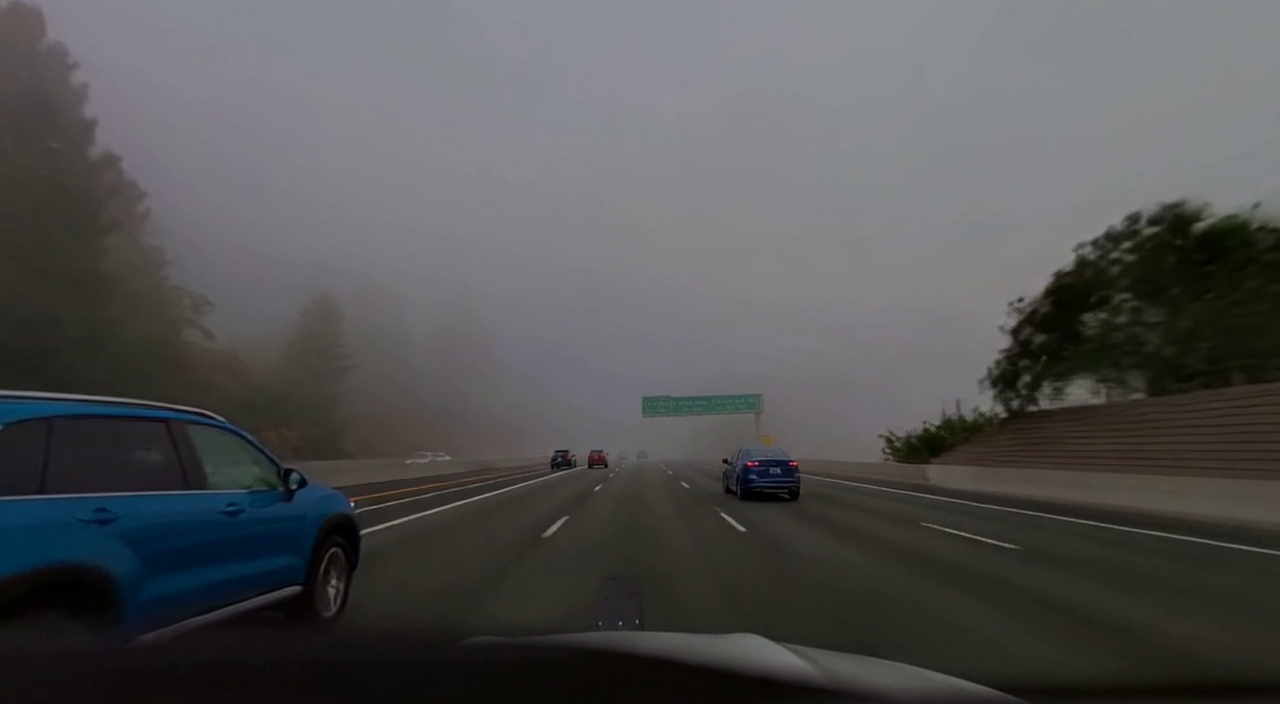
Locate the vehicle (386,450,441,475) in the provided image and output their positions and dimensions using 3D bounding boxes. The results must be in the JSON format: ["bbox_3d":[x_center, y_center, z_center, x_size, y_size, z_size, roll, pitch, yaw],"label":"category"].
[{"bbox_3d":[-14.884,7.291,41.646,1.849,1.513,4.565,0,-9,1],"label":"vehicle"}]

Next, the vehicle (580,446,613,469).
[{"bbox_3d":[-3.129,7.688,46.165,2.030,1.563,4.389,0,-9,0],"label":"vehicle"}]

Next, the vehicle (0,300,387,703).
[{"bbox_3d":[-3.153,0.835,2.851,2.137,1.756,4.453,0,-9,0],"label":"vehicle"}]

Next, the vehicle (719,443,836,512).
[{"bbox_3d":[3.267,3.061,15.906,1.979,1.486,4.125,0,-9,-1],"label":"vehicle"}]
